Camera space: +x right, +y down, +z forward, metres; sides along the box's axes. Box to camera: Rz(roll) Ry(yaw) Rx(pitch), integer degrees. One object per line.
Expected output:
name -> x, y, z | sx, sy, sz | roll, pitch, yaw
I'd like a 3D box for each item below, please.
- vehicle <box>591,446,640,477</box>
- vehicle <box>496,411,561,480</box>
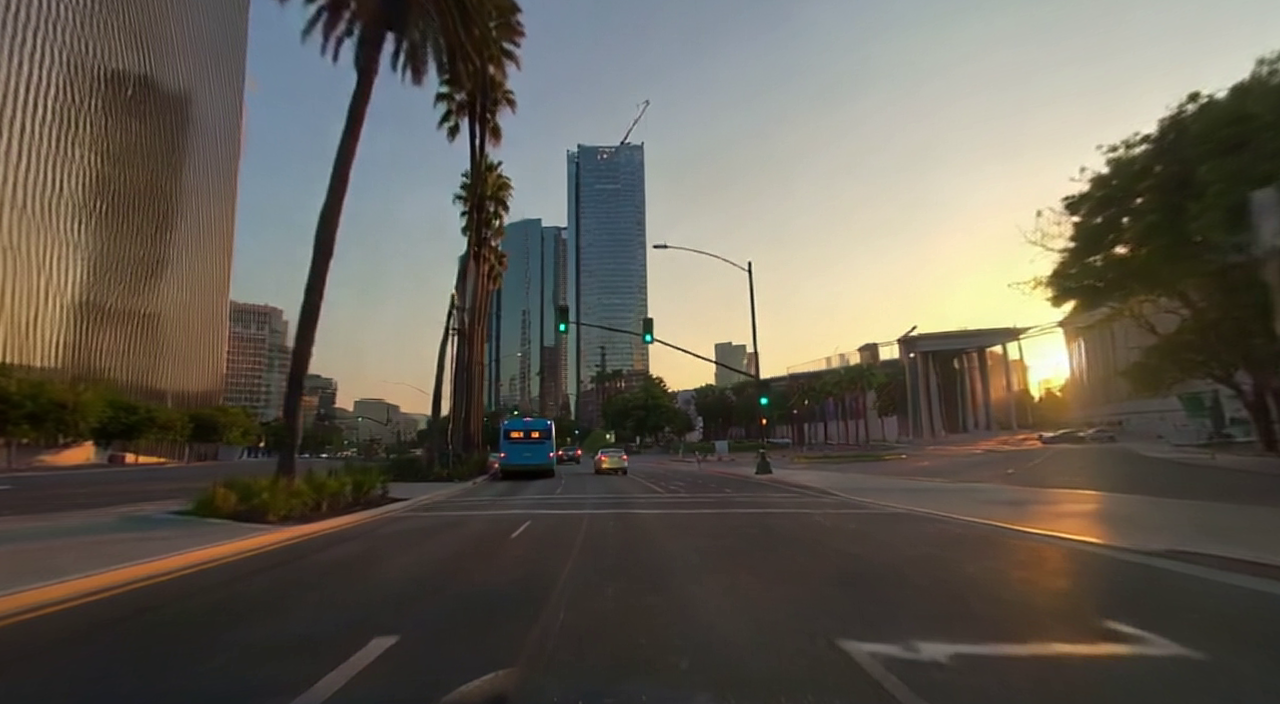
vehicle -> -1.328, 5.546, 32.283 | 2.107, 1.481, 4.097 | 1, -9, -7
vehicle -> -5.501, 4.808, 32.397 | 2.678, 3.042, 8.474 | 1, -8, -6
